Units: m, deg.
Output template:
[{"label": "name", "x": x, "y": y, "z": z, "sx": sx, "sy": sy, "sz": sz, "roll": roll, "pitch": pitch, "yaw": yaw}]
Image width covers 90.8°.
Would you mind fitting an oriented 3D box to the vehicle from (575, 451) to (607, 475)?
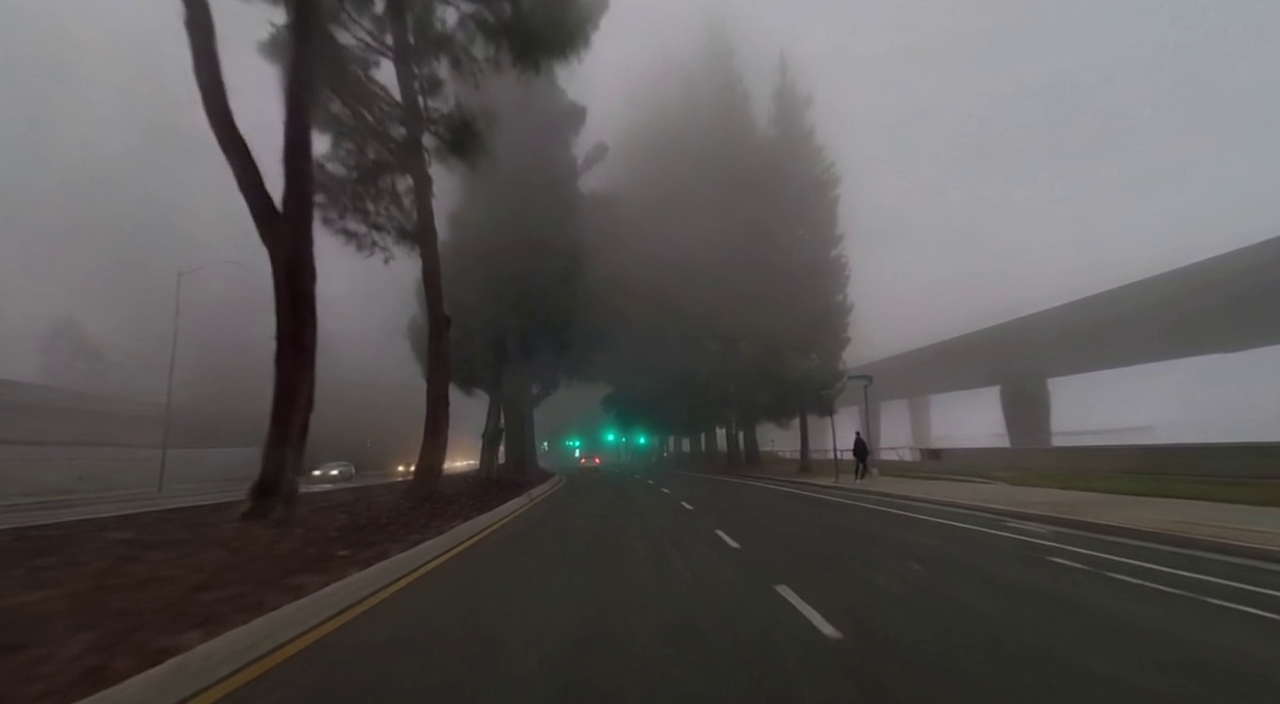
[{"label": "vehicle", "x": -3.857, "y": 8.558, "z": 48.887, "sx": 2.184, "sy": 1.713, "sz": 4.231, "roll": 1, "pitch": -9, "yaw": -8}]
